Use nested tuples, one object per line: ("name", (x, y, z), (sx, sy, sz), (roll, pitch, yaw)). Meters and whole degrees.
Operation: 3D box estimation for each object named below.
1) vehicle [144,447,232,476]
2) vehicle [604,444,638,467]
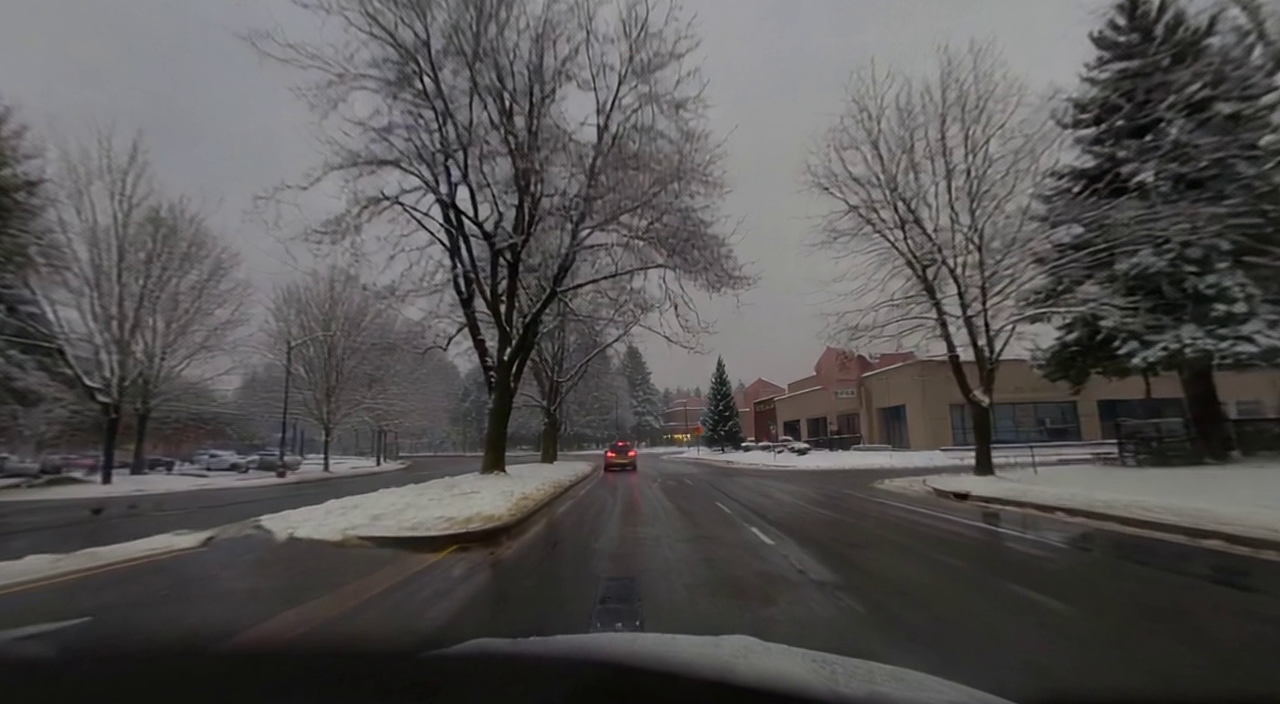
("vehicle", (-35.500, 8.642, 49.640), (5.135, 1.689, 2.269), (-3, -12, -15))
("vehicle", (-1.403, 7.299, 44.487), (2.018, 1.512, 4.304), (1, -8, -7))
